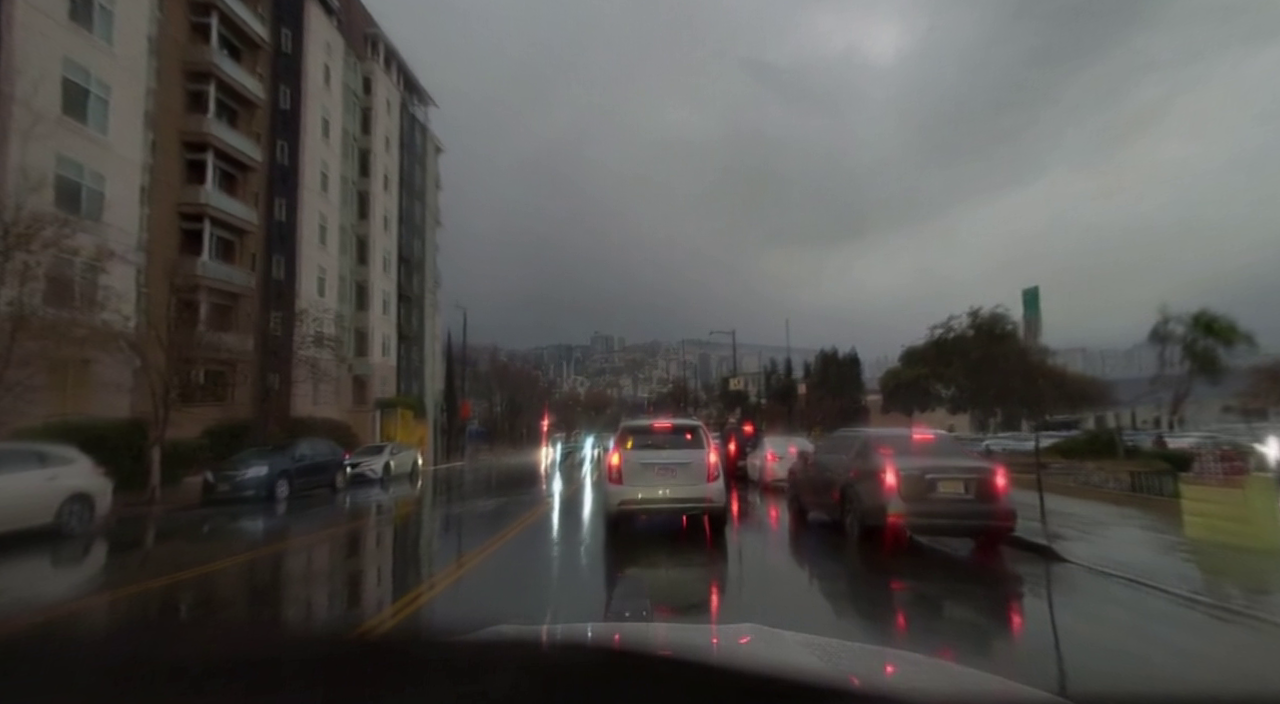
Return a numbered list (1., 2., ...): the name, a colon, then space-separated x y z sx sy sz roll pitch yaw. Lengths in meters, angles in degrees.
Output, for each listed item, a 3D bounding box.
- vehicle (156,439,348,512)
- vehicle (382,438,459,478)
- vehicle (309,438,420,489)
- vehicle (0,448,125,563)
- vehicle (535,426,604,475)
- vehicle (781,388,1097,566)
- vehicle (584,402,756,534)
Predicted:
1. vehicle: -9.428 3.003 15.863 2.002 1.546 4.339 0 -8 1
2. vehicle: -9.220 4.472 26.854 1.900 1.577 4.172 0 -8 -1
3. vehicle: -9.352 3.799 21.846 1.955 1.555 4.424 0 -8 -2
4. vehicle: -9.314 1.967 7.961 2.021 1.474 4.337 0 -8 -2
5. vehicle: -2.688 3.894 25.031 2.219 1.746 4.197 0 -8 0
6. vehicle: 3.627 1.630 8.898 2.158 1.828 4.573 0 -8 0
7. vehicle: 0.421 1.841 10.455 2.261 1.740 4.065 0 -8 1
